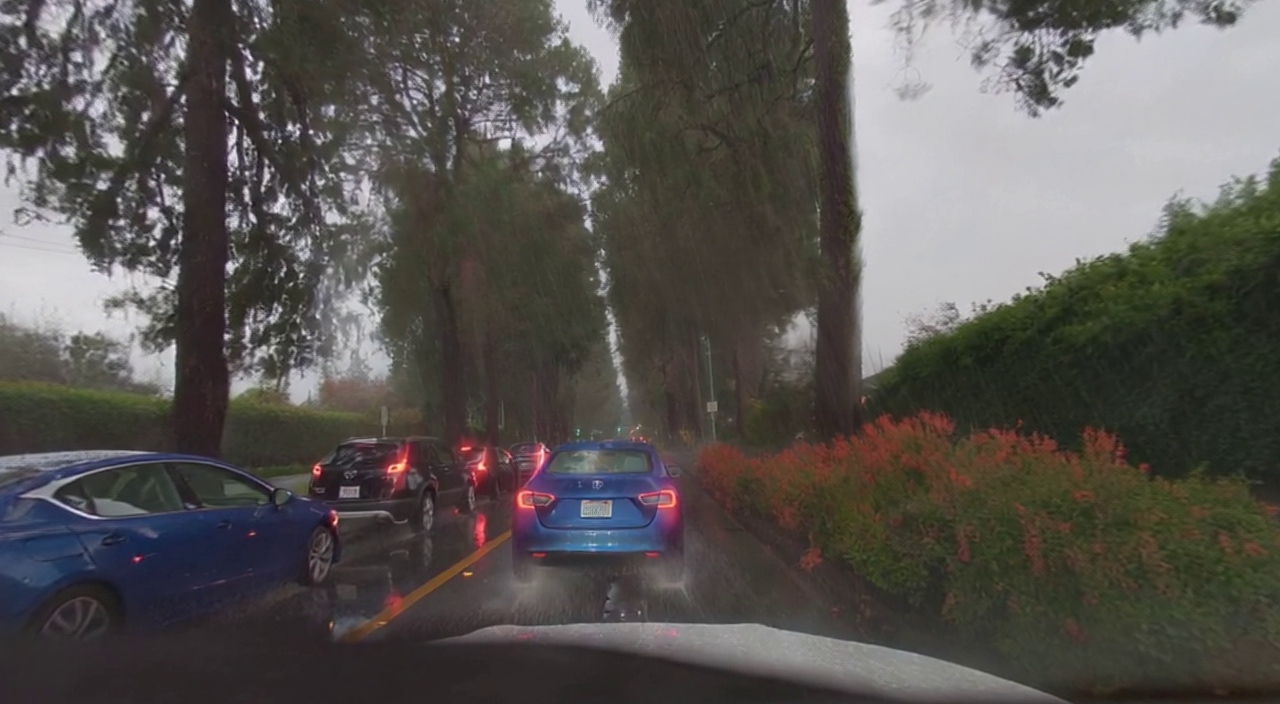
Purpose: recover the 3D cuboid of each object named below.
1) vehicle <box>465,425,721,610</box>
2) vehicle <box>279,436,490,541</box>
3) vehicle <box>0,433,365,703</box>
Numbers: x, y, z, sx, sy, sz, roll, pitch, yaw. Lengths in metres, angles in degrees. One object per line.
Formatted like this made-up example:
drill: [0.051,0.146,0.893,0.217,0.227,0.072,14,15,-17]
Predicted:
vehicle: [-0.406,1.682,7.377,2.127,1.517,4.090,0,-8,0]
vehicle: [-4.256,2.318,11.463,1.898,1.503,4.453,0,-8,1]
vehicle: [-3.809,1.313,4.463,1.784,1.408,4.141,0,-8,1]
